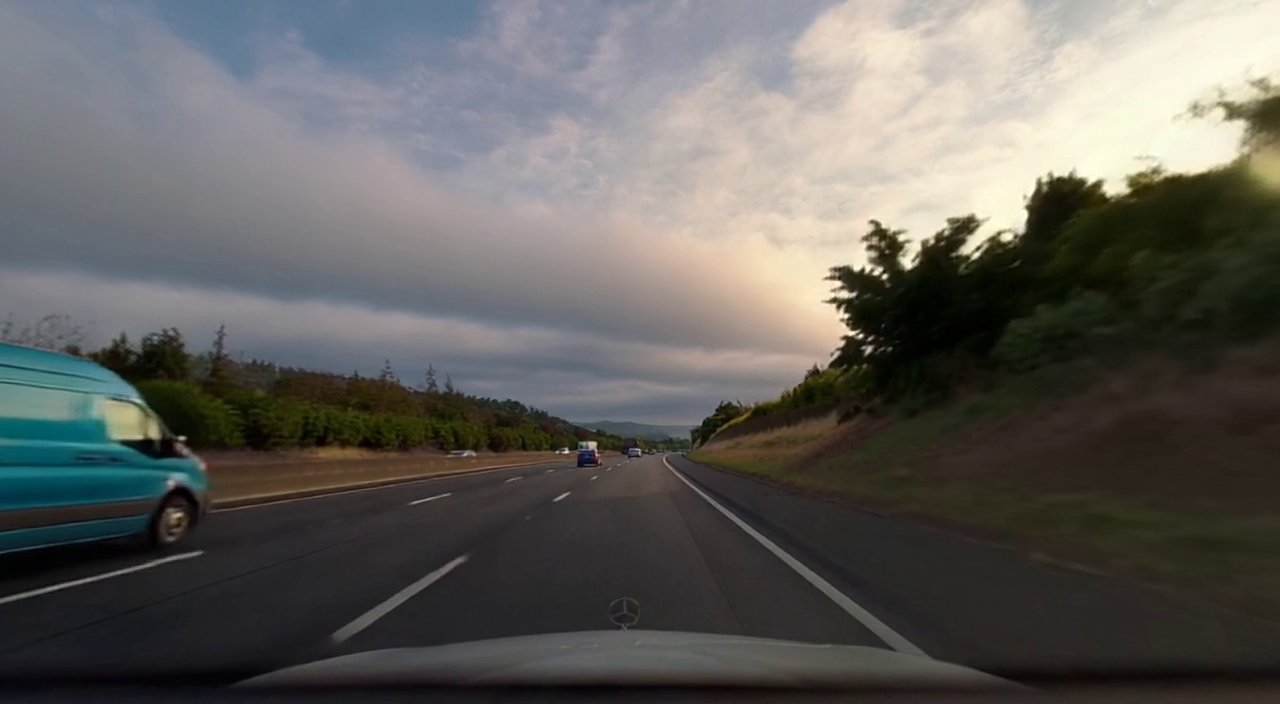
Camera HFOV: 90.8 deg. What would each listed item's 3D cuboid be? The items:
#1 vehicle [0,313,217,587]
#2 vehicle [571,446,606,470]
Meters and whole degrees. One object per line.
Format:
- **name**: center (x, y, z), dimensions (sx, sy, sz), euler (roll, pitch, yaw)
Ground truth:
- **vehicle**: center (-7.061, 0.855, 5.490), dimensions (2.449, 2.471, 6.130), euler (0, -9, 0)
- **vehicle**: center (-3.284, 6.901, 41.044), dimensions (1.858, 1.459, 4.091), euler (0, -9, 1)
